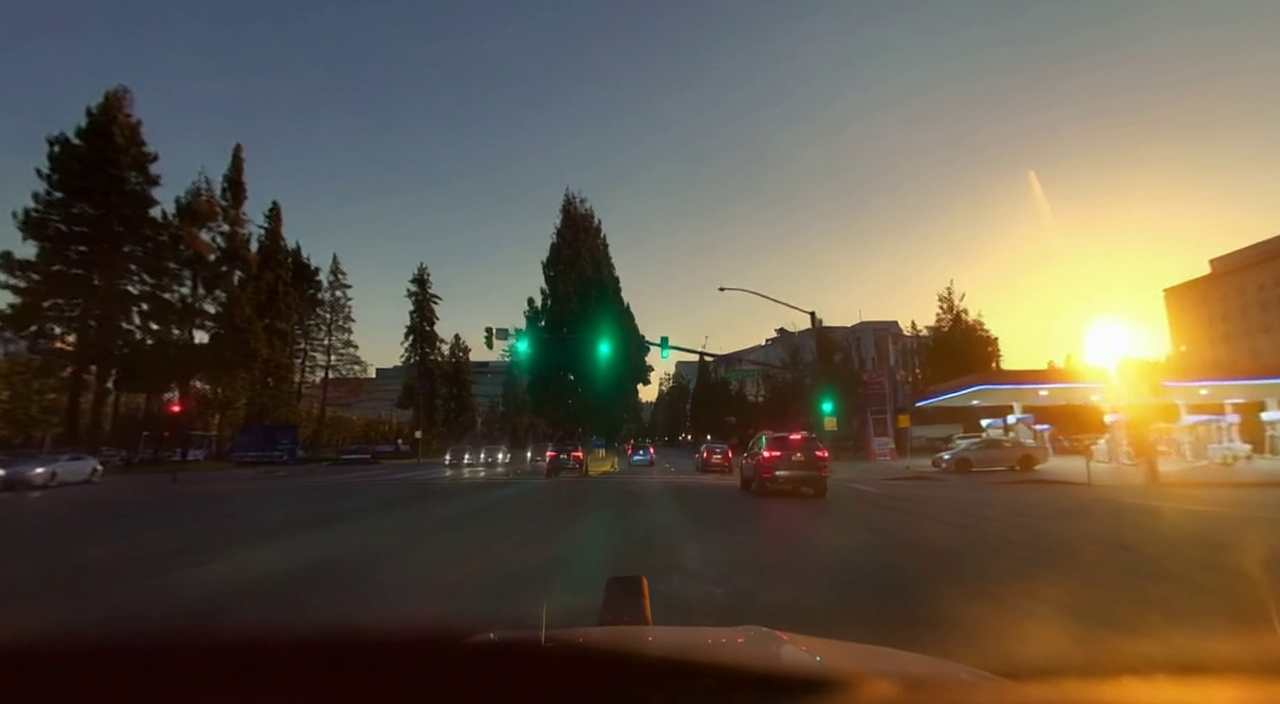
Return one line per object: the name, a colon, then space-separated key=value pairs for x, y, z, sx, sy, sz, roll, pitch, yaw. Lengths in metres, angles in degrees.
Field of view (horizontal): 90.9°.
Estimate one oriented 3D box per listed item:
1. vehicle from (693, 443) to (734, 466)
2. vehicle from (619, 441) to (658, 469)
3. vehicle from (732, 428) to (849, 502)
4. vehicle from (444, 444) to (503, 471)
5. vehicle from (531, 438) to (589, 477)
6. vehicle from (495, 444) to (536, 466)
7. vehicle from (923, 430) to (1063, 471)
vehicle: x=4.845 y=6.848 z=42.388 sx=2.174 sy=1.462 sz=4.400 roll=0 pitch=-8 yaw=-1
vehicle: x=-0.062 y=5.814 z=35.893 sx=2.104 sy=1.477 sz=4.591 roll=0 pitch=-8 yaw=0
vehicle: x=3.804 y=2.923 z=16.774 sx=2.022 sy=1.683 sz=4.171 roll=0 pitch=-8 yaw=-1
vehicle: x=-9.404 y=5.982 z=35.952 sx=2.023 sy=1.433 sz=4.699 roll=0 pitch=-8 yaw=1
vehicle: x=-3.507 y=4.713 z=28.405 sx=2.023 sy=1.607 sz=4.086 roll=0 pitch=-8 yaw=1
vehicle: x=-8.814 y=7.275 z=44.841 sx=2.001 sy=1.461 sz=3.859 roll=0 pitch=-8 yaw=2
vehicle: x=18.027 y=5.057 z=32.414 sx=5.585 sy=1.866 sz=2.607 roll=-1 pitch=-8 yaw=-3
